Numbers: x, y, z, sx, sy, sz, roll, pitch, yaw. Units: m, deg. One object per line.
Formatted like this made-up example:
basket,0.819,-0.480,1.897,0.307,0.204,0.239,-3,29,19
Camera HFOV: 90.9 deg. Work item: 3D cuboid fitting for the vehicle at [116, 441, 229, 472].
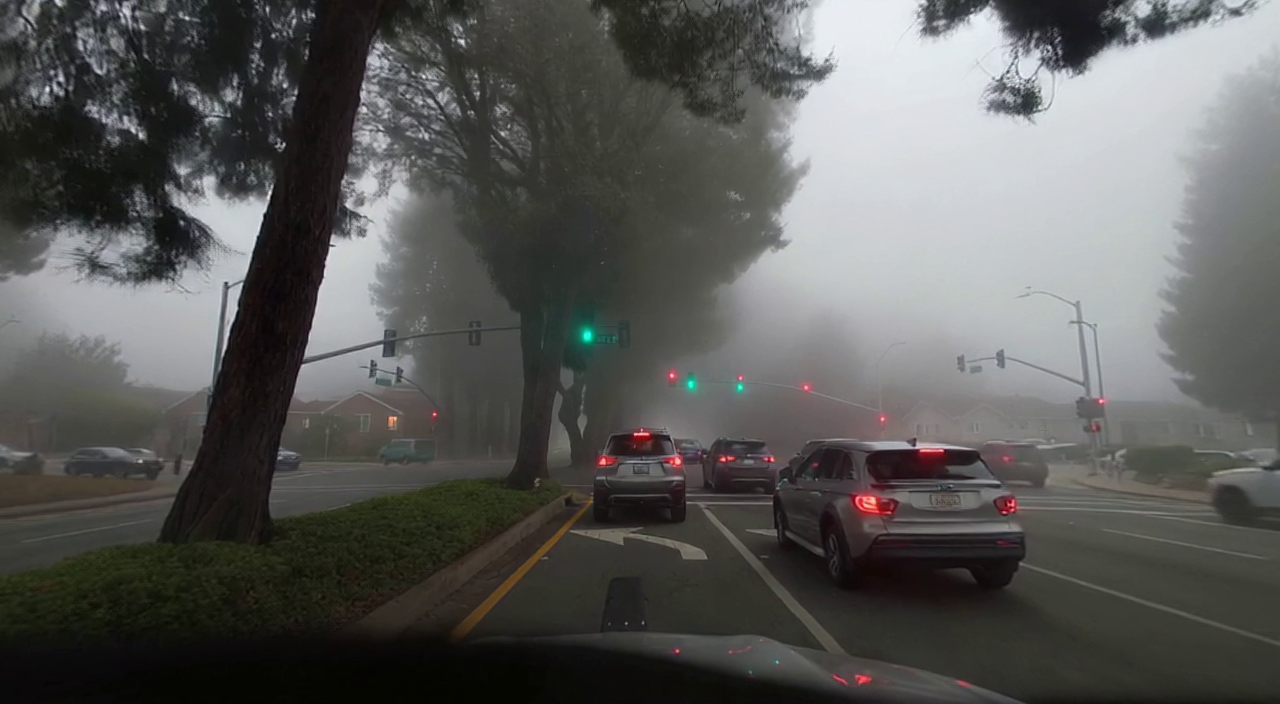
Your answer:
vehicle,-26.341,5.883,35.634,4.724,1.630,1.968,0,-8,-3

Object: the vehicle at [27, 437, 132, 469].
vehicle,-36.855,6.628,41.532,4.771,1.778,2.032,3,-8,-2

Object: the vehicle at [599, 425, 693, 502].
vehicle,0.073,2.788,16.158,2.099,1.705,4.020,0,-8,-2

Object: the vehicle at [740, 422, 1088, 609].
vehicle,2.553,1.642,7.323,2.009,1.480,4.423,0,-8,-1

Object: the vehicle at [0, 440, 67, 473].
vehicle,-35.041,5.778,34.937,4.465,1.693,1.959,2,-9,-1

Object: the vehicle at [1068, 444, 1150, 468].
vehicle,33.098,7.360,44.520,4.215,1.618,1.949,0,-8,-2
